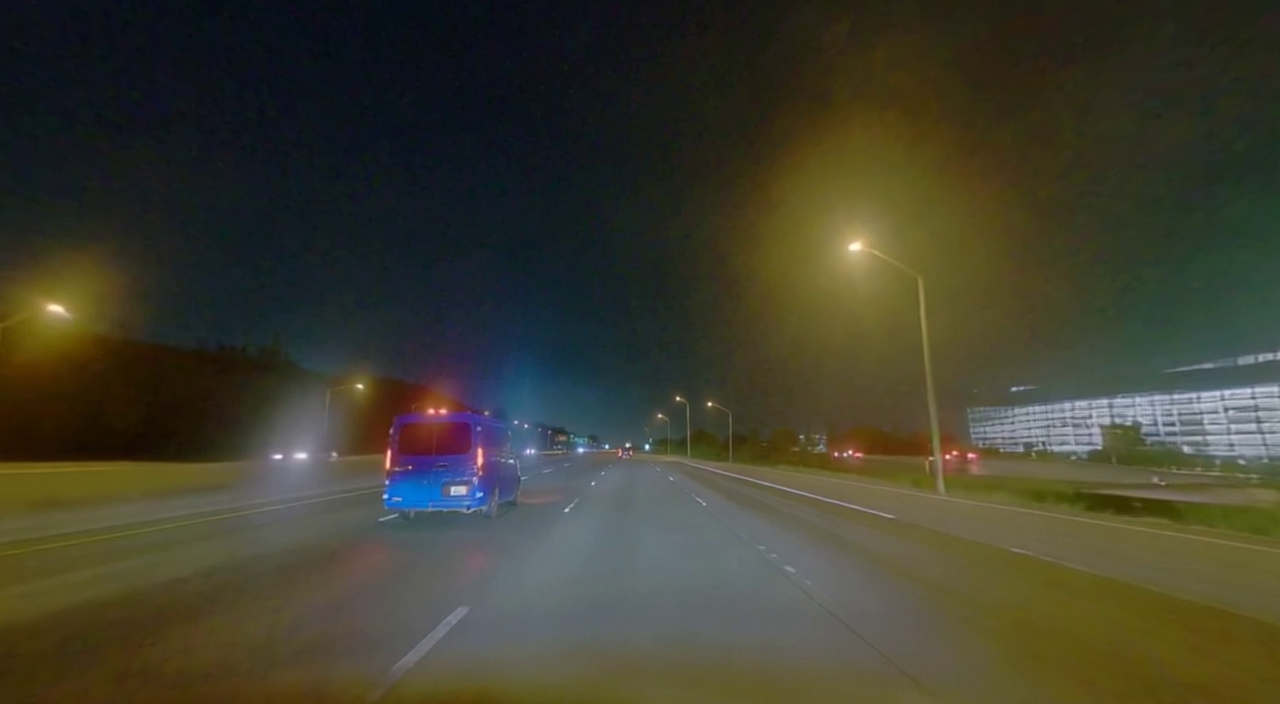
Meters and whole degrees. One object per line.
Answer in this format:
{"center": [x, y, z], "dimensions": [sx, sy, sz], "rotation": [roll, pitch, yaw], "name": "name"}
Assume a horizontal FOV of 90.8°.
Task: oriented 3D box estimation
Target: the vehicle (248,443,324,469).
{"center": [-20.416, 6.004, 36.639], "dimensions": [1.836, 1.431, 4.297], "rotation": [0, -9, 1], "name": "vehicle"}

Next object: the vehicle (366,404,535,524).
{"center": [-3.519, 2.196, 12.785], "dimensions": [2.046, 1.982, 4.465], "rotation": [0, -9, -1], "name": "vehicle"}
